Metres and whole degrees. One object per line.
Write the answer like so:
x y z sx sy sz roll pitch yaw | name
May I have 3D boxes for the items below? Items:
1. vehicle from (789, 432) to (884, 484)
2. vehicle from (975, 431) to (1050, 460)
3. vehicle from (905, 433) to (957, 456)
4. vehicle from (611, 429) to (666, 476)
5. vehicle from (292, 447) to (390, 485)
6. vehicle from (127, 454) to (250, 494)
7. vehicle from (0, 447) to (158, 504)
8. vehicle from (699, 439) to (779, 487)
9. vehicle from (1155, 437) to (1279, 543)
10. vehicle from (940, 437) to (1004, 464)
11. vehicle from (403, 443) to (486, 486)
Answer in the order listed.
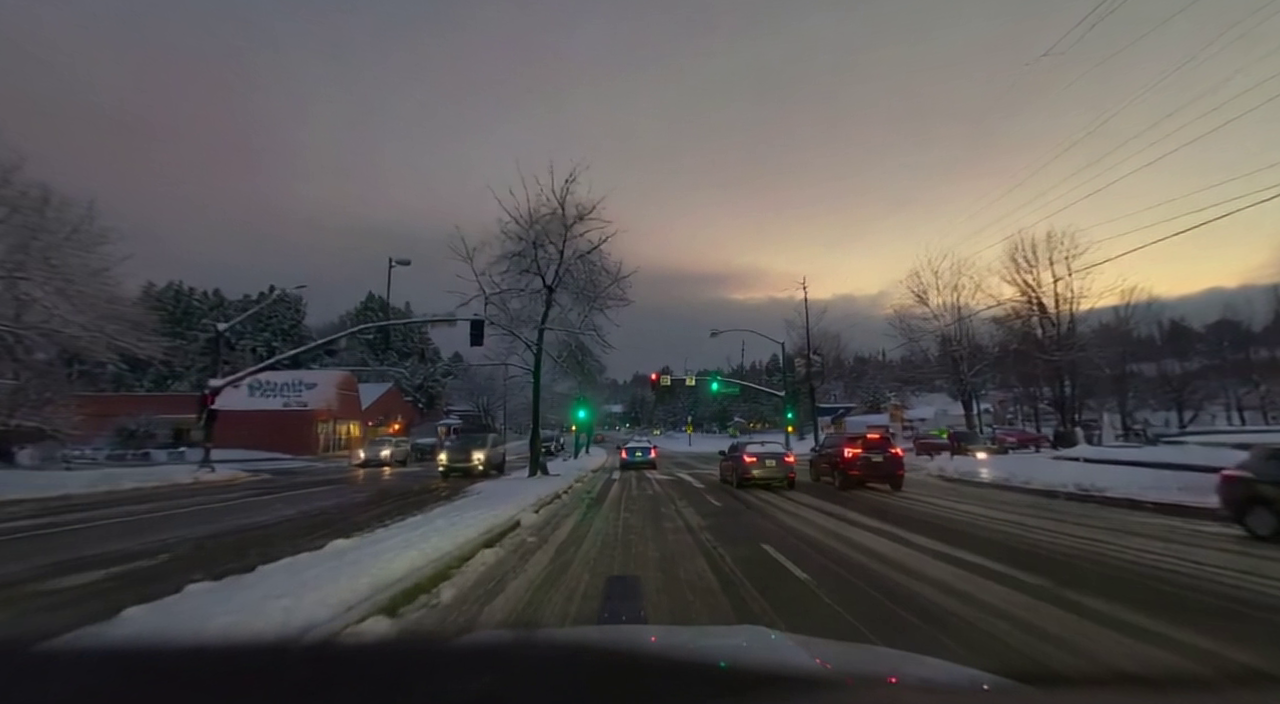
7.073 3.859 23.230 2.040 1.738 4.414 0 -8 -1 | vehicle
22.178 5.642 37.714 1.988 1.632 4.181 0 -9 2 | vehicle
22.924 7.261 49.873 1.904 1.712 4.552 0 -7 -1 | vehicle
-0.022 4.384 27.583 2.210 1.861 4.280 0 -8 1 | vehicle
-12.689 4.852 27.123 1.887 1.453 4.696 0 -8 0 | vehicle
-18.751 5.048 26.480 1.843 1.468 4.475 -1 -8 0 | vehicle
-19.120 4.190 21.337 2.062 1.634 4.535 -2 -11 -1 | vehicle
3.310 3.790 21.945 1.963 1.484 4.609 0 -8 -1 | vehicle
10.202 2.032 9.000 1.845 1.454 4.620 0 -6 0 | vehicle
19.845 5.881 37.842 1.807 1.491 3.858 -1 -8 2 | vehicle
-7.550 4.356 24.818 2.102 1.496 4.465 0 -8 -4 | vehicle
